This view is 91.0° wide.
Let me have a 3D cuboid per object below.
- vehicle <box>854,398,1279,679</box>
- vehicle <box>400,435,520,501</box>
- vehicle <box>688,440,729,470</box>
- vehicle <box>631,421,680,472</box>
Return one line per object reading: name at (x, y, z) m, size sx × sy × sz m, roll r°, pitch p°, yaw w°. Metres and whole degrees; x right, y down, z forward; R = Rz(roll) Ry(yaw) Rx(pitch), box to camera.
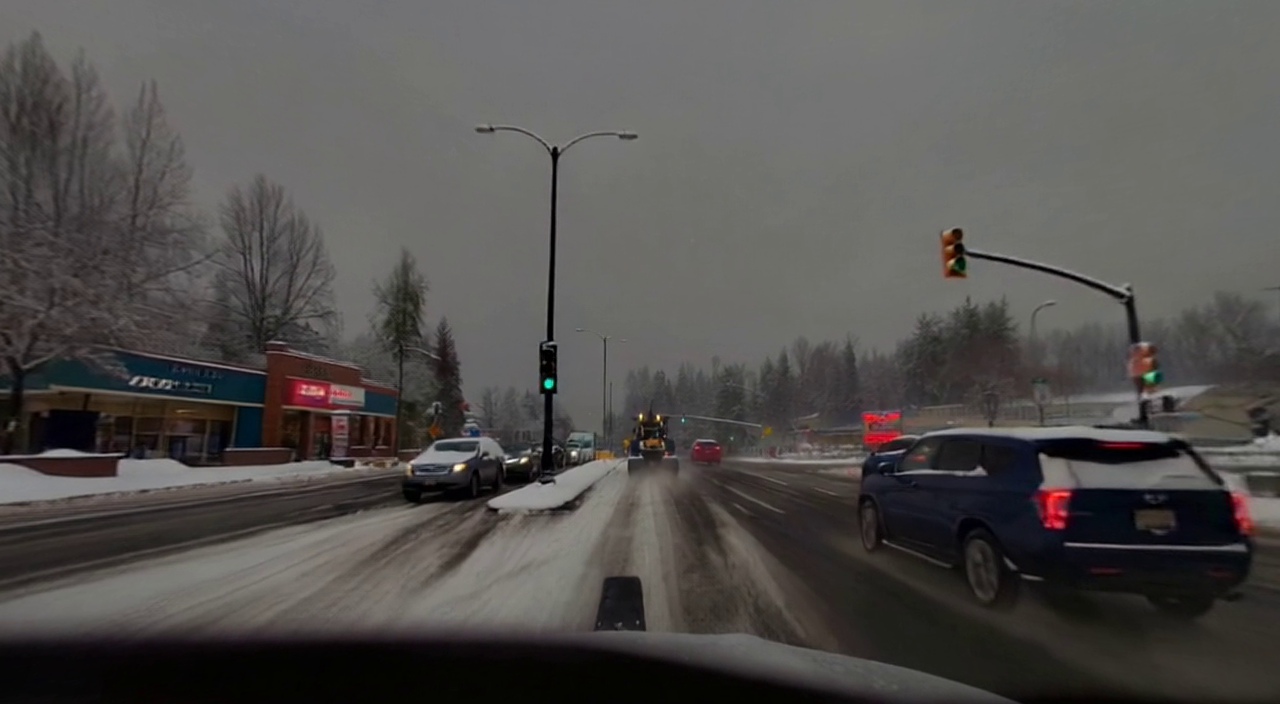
vehicle at (3.646, 1.369, 5.695) m, size 2.025 × 1.618 × 3.949 m, roll 0°, pitch -8°, yaw 0°
vehicle at (-4.613, 3.019, 16.859) m, size 2.001 × 1.518 × 4.316 m, roll 0°, pitch -8°, yaw -1°
vehicle at (4.193, 6.397, 39.472) m, size 2.025 × 1.754 × 4.311 m, roll 0°, pitch -8°, yaw -1°
vehicle at (0.750, 5.056, 34.141) m, size 2.370 × 2.518 × 3.858 m, roll -2°, pitch -7°, yaw -2°
